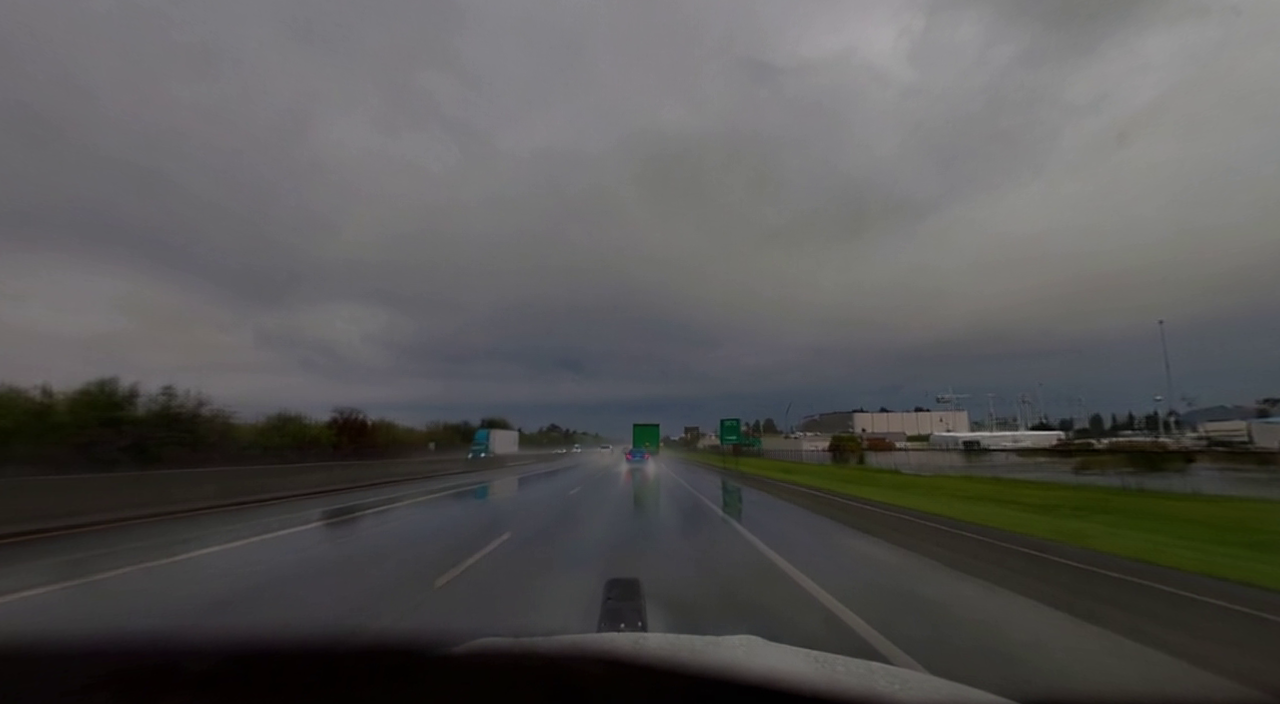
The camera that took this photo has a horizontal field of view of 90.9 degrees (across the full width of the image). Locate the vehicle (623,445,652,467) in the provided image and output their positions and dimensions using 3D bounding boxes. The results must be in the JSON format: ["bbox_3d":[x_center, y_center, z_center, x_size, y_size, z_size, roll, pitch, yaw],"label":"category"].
[{"bbox_3d":[-0.162,7.857,47.642,2.094,1.559,3.945,0,-9,0],"label":"vehicle"}]
